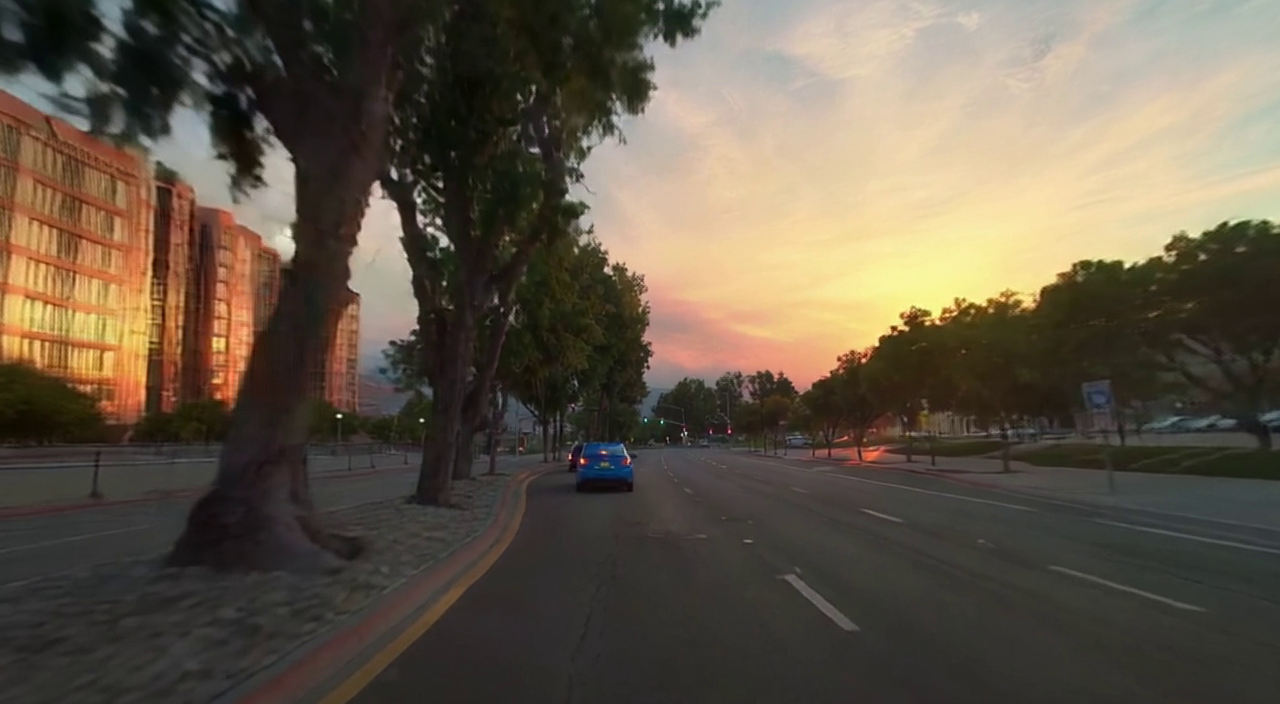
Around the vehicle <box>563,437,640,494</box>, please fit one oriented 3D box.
[{"bbox_3d":[-1.179,3.359,19.178,2.042,1.479,4.601,0,-8,-4],"label":"vehicle"}]
